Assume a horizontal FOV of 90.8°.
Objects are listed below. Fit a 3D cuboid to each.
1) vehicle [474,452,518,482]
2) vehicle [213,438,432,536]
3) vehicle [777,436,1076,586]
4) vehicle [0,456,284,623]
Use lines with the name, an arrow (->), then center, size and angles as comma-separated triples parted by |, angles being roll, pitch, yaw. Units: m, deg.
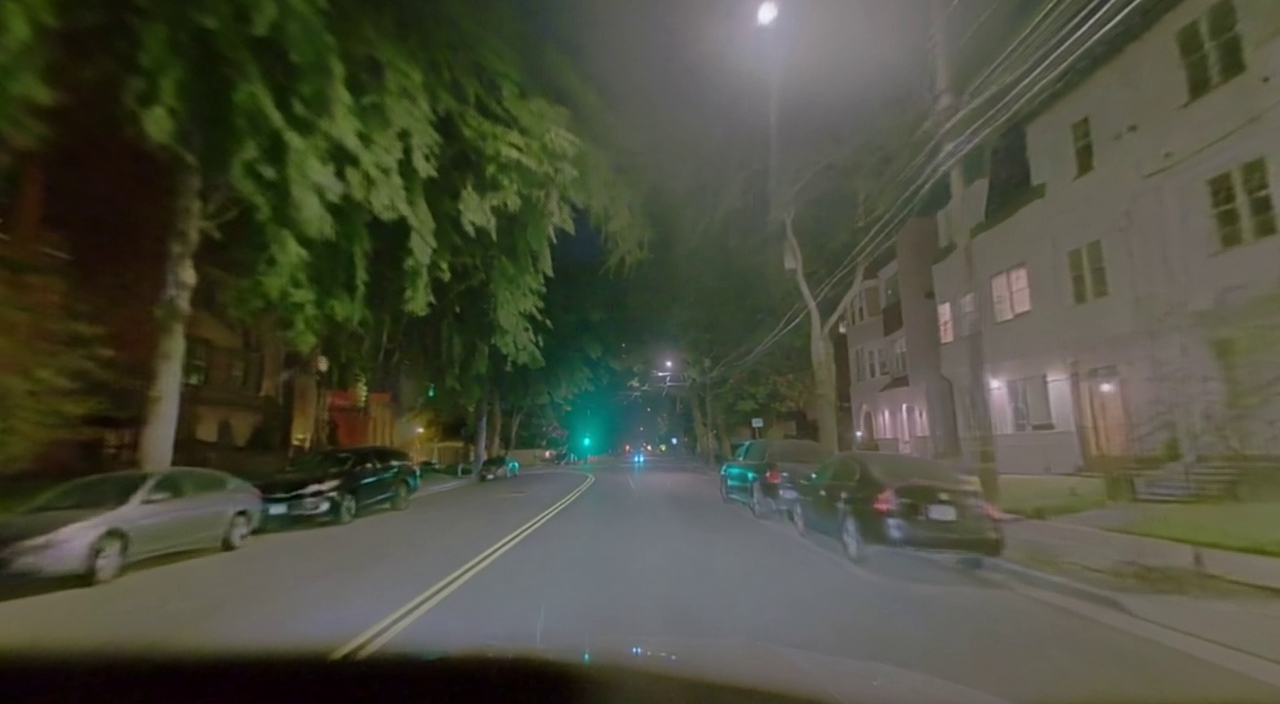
vehicle -> -7.697, 6.160, 34.126 | 1.902, 1.456, 4.451 | 1, -9, -7
vehicle -> -6.795, 2.917, 14.507 | 2.151, 1.789, 5.482 | 0, -9, 0
vehicle -> 3.311, 1.899, 8.441 | 1.869, 1.453, 4.237 | 0, -9, -2
vehicle -> -6.854, 2.118, 8.178 | 1.854, 1.460, 4.582 | 0, -9, 0
